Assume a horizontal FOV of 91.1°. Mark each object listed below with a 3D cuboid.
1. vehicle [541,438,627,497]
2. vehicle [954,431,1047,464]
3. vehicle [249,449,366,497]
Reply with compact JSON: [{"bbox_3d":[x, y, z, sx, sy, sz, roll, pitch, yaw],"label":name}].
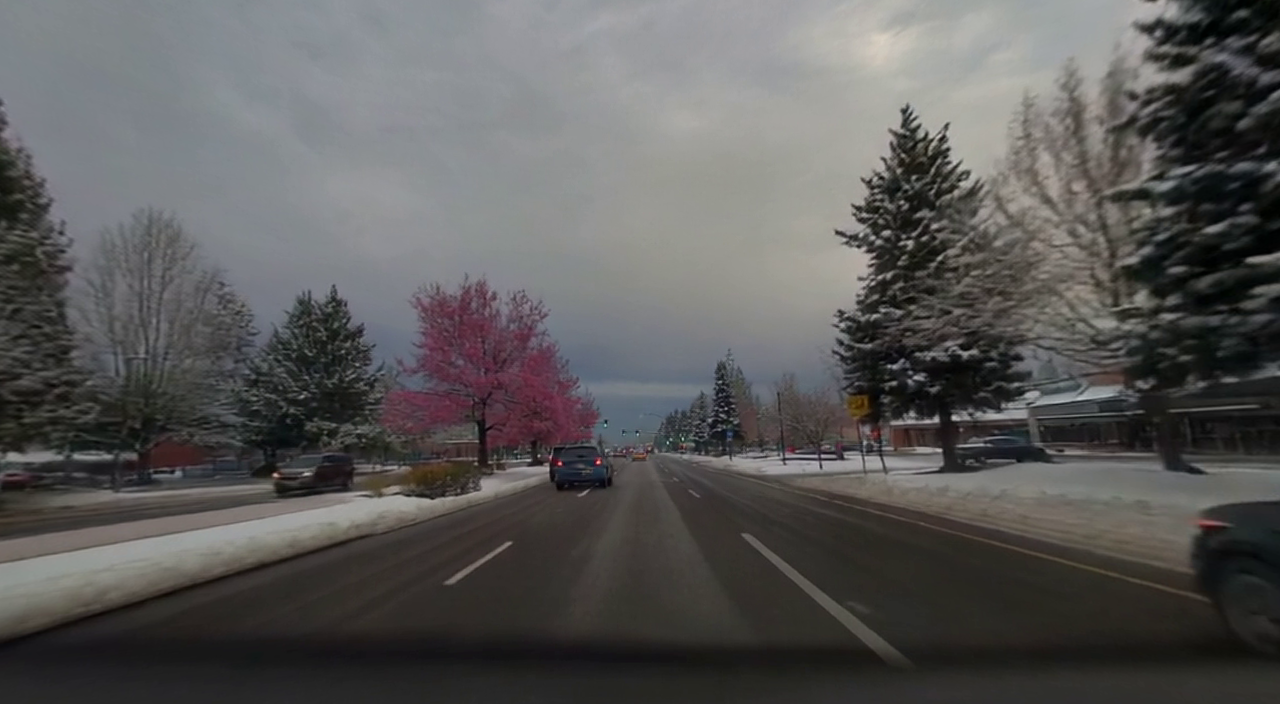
[{"bbox_3d":[-1.705,3.735,20.731,2.149,1.701,4.379,-1,-8,4],"label":"vehicle"},{"bbox_3d":[23.046,6.188,40.559,2.265,1.904,6.201,-2,-9,-1],"label":"vehicle"},{"bbox_3d":[-12.584,4.570,24.151,2.071,1.619,4.567,0,-8,-1],"label":"vehicle"}]
